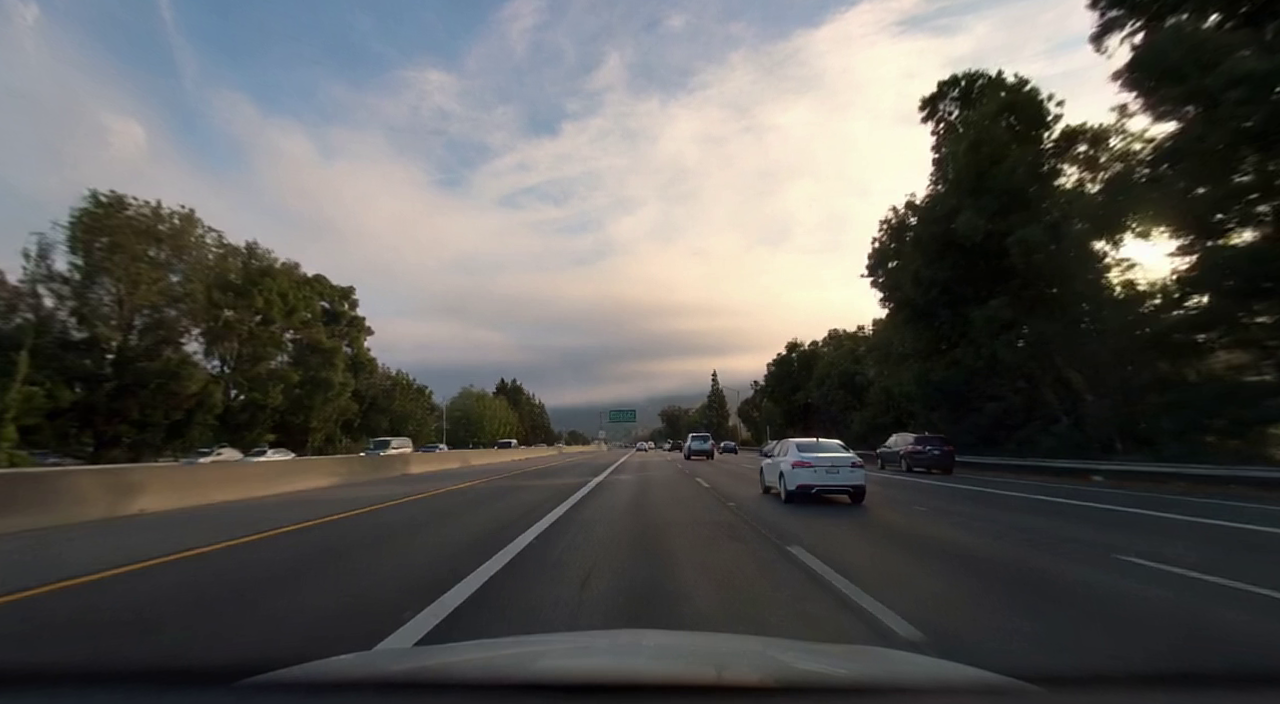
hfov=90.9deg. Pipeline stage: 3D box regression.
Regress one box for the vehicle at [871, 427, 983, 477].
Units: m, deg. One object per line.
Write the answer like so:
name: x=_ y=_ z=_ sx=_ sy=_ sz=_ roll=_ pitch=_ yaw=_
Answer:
vehicle: x=11.507 y=4.050 z=25.776 sx=2.084 sy=1.786 sz=5.065 roll=0 pitch=-8 yaw=-1

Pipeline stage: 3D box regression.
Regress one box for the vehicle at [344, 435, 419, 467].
vehicle: x=-17.898 y=6.895 z=44.172 sx=2.550 sy=2.068 sz=6.244 roll=0 pitch=-8 yaw=1

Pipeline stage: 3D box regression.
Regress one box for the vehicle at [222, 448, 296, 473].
vehicle: x=-24.672 y=6.998 z=41.025 sx=1.862 sy=1.471 sz=4.662 roll=0 pitch=-8 yaw=1

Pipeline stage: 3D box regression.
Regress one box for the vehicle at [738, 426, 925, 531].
vehicle: x=3.226 y=2.229 z=11.809 sx=1.978 sy=1.535 sz=4.705 roll=0 pitch=-8 yaw=-1

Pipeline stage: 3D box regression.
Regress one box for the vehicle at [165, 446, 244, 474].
vehicle: x=-29.275 y=7.253 z=42.591 sx=1.919 sy=1.711 sz=4.710 roll=0 pitch=-8 yaw=0

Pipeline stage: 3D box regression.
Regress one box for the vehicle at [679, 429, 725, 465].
vehicle: x=3.689 y=5.772 z=38.428 sx=2.218 sy=1.964 sz=5.662 roll=0 pitch=-8 yaw=0
